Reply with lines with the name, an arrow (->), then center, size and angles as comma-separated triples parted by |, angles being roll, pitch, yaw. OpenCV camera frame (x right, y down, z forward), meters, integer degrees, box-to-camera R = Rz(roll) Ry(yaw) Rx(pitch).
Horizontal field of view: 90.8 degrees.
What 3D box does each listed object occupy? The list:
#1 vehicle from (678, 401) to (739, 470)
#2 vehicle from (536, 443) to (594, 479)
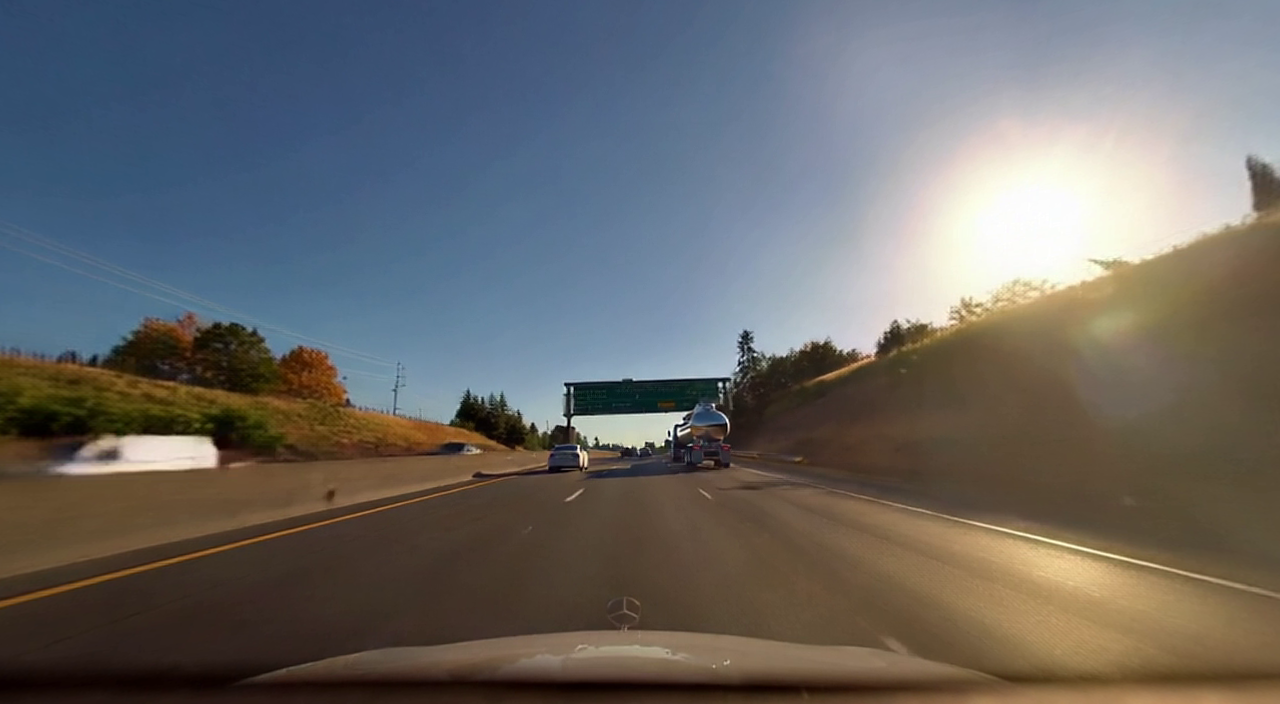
vehicle -> 3.990, 5.268, 39.109 | 2.759, 3.734, 9.708 | 0, -9, 0
vehicle -> -3.302, 4.888, 28.581 | 1.986, 1.458, 4.506 | 0, -9, 1
